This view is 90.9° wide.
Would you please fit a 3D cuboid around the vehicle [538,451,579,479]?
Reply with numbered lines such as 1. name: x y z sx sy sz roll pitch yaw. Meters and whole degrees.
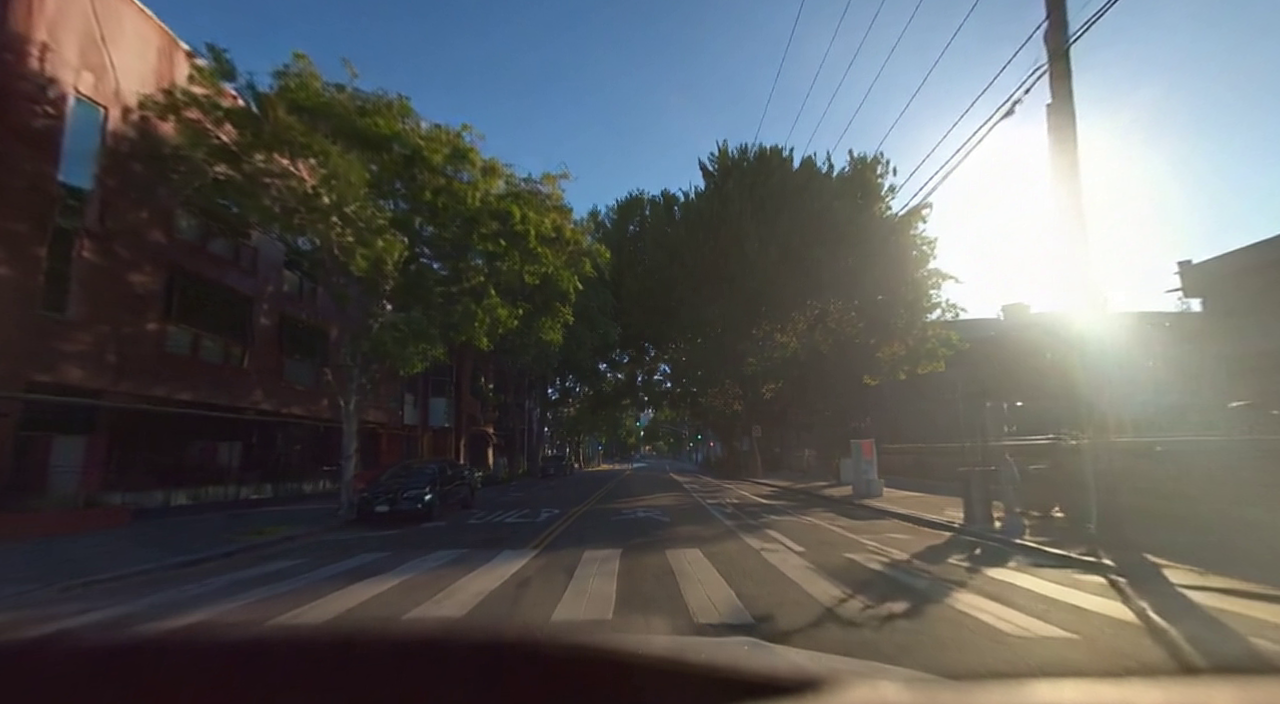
1. vehicle: -5.513 7.708 43.259 2.147 1.701 4.879 -1 -8 1

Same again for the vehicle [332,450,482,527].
1. vehicle: -5.848 3.457 16.596 2.223 1.658 4.621 0 -9 0
